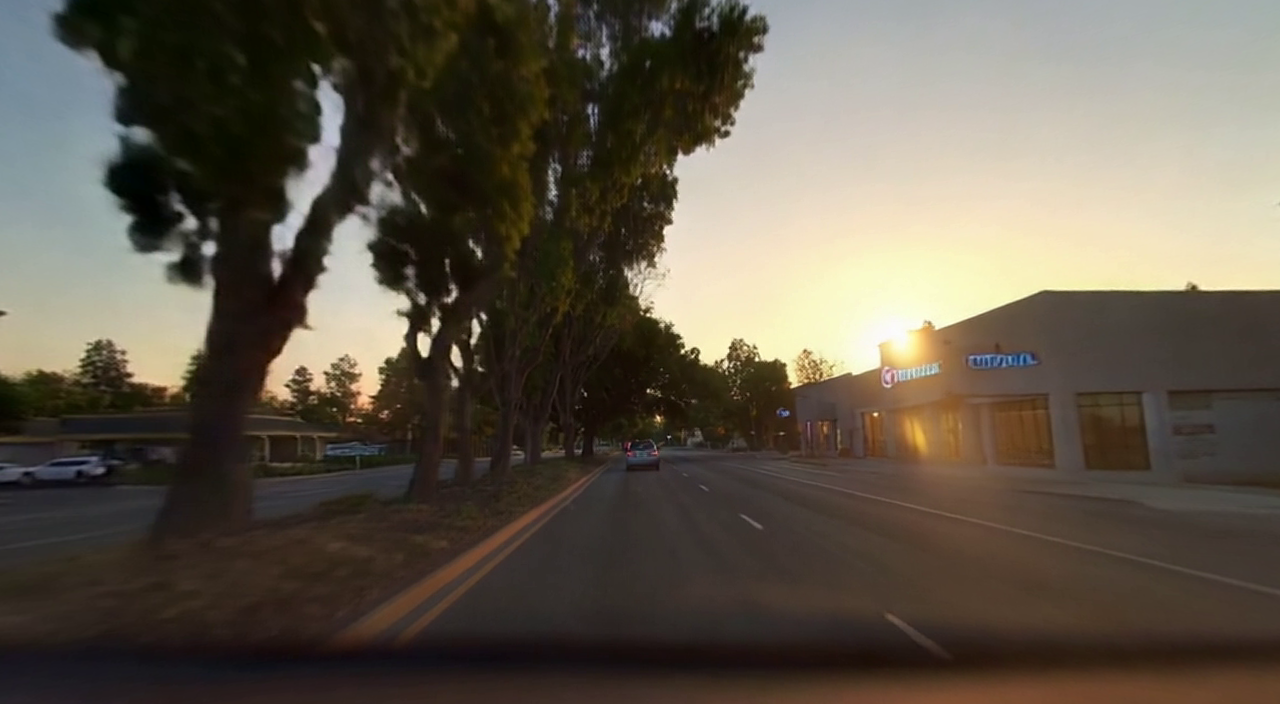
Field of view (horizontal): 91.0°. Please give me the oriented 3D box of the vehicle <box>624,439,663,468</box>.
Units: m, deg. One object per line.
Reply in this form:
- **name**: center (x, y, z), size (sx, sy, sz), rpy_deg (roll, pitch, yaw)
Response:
- **vehicle**: center (0.135, 5.386, 33.482), size (1.998, 1.452, 3.773), rpy_deg (0, -8, -1)

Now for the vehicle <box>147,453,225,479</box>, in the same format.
- **vehicle**: center (-31.116, 7.815, 43.382), size (1.873, 1.513, 5.019), rpy_deg (-3, -9, -3)

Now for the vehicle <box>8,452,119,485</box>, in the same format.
- **vehicle**: center (-34.378, 6.928, 37.731), size (2.034, 1.742, 4.830), rpy_deg (0, -8, 0)

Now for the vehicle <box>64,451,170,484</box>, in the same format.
- **vehicle**: center (-31.150, 6.862, 37.724), size (1.952, 1.729, 5.170), rpy_deg (0, -8, -1)
